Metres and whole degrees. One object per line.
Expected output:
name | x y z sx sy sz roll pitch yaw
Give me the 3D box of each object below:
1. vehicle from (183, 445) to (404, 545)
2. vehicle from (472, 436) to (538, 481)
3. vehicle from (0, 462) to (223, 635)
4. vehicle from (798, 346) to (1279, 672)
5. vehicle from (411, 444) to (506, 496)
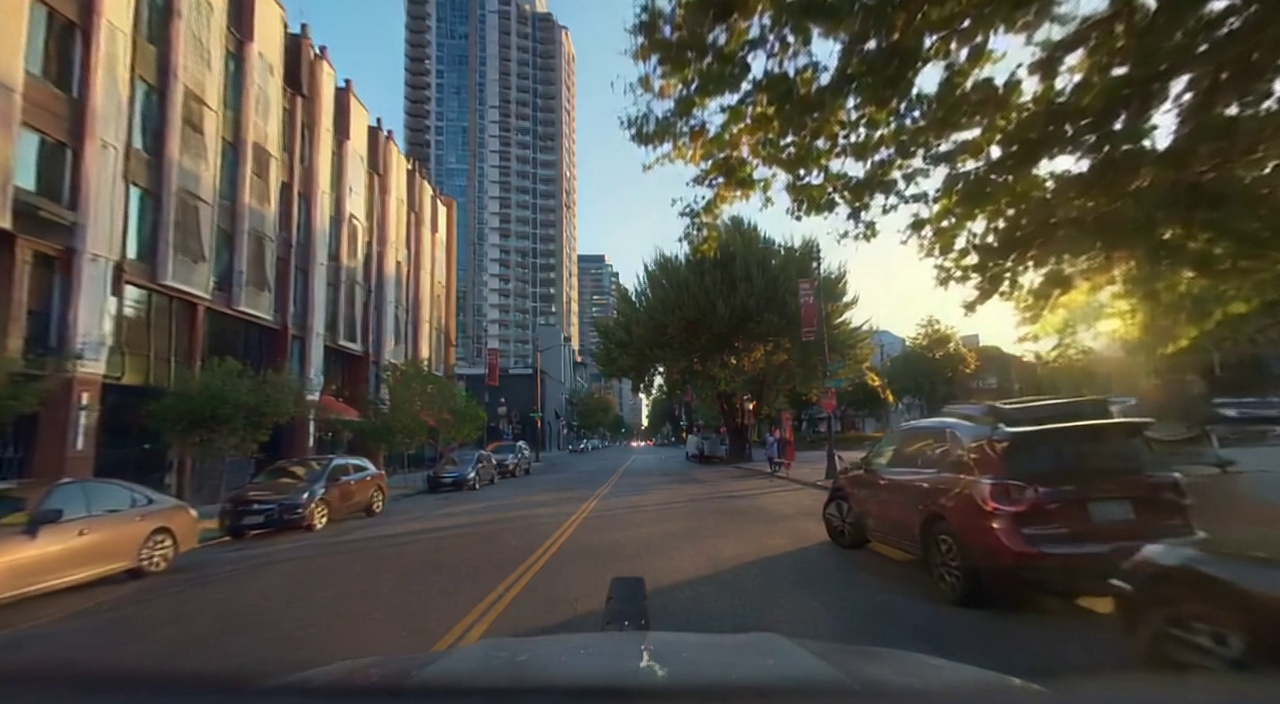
vehicle | -6.695 2.747 12.930 2.110 1.498 4.555 -3 -8 -2
vehicle | -6.404 5.070 30.490 2.273 1.871 4.920 -3 -8 -2
vehicle | -6.891 2.023 6.540 1.889 1.451 5.013 -3 -8 -2
vehicle | 3.898 1.361 6.971 2.568 2.001 5.999 0 -8 -2
vehicle | -6.596 4.306 23.518 2.270 1.539 4.855 -3 -8 -2
